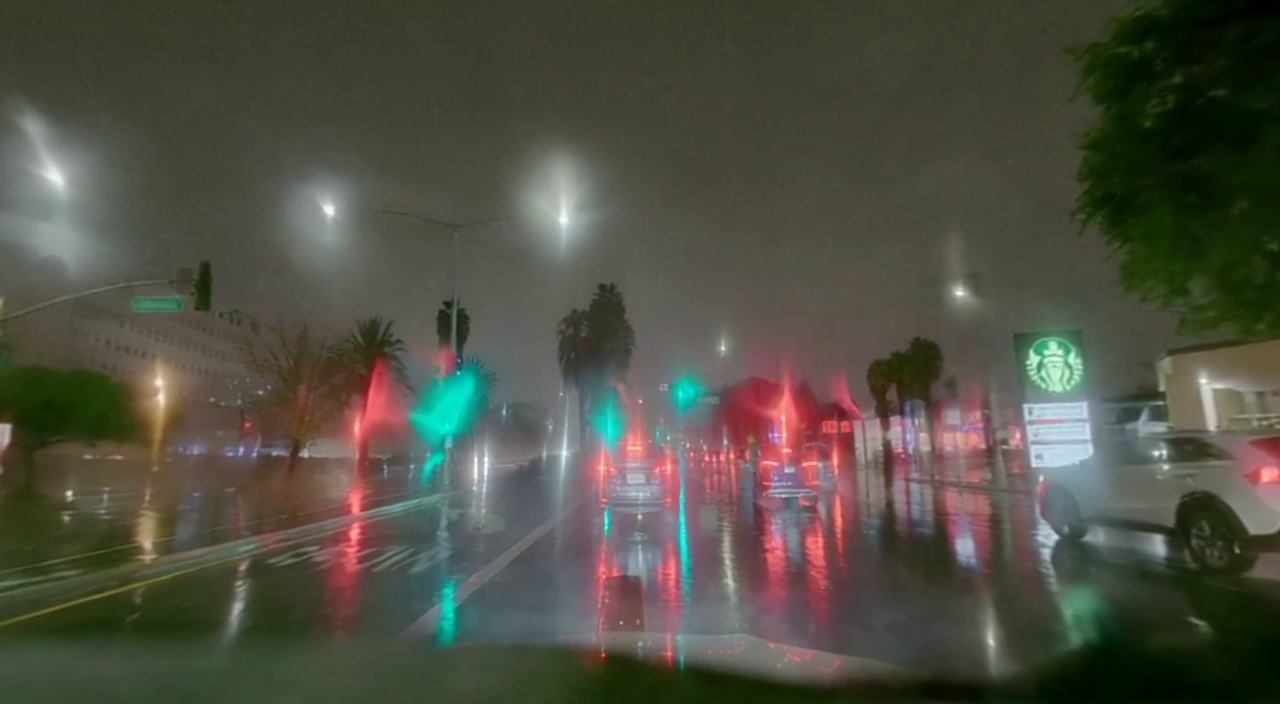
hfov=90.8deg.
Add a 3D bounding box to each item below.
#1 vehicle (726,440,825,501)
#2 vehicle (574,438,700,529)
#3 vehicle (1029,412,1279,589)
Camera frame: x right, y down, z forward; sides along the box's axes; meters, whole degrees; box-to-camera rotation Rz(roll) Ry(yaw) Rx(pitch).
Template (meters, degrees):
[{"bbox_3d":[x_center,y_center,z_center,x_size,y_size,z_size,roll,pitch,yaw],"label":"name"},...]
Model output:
[{"bbox_3d":[3.770,3.361,18.366,1.892,1.532,4.177,0,-8,-1],"label":"vehicle"},{"bbox_3d":[-0.091,2.492,12.569,2.110,1.487,3.873,0,-8,-1],"label":"vehicle"},{"bbox_3d":[7.056,1.658,7.680,1.940,1.674,4.085,0,-8,-1],"label":"vehicle"}]
